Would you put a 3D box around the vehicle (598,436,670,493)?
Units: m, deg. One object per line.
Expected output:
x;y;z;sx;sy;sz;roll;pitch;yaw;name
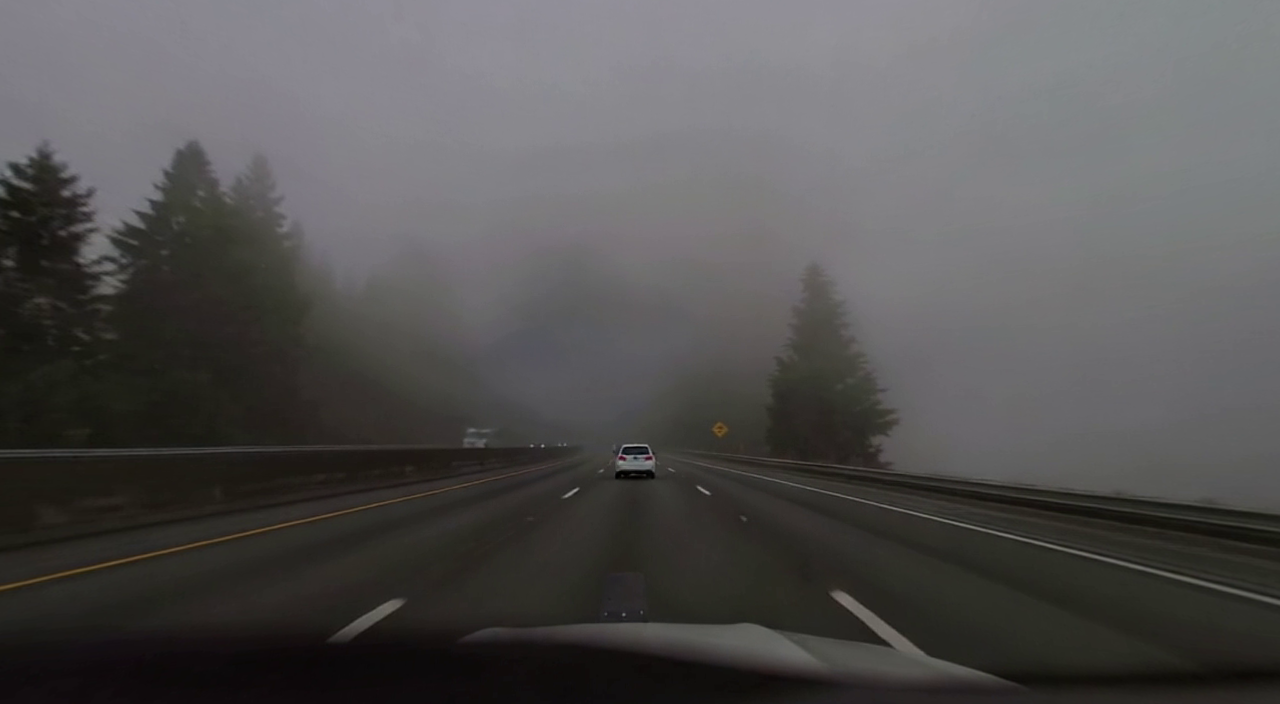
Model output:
-0.187;3.415;19.416;2.011;1.590;3.607;0;-9;-1;vehicle
